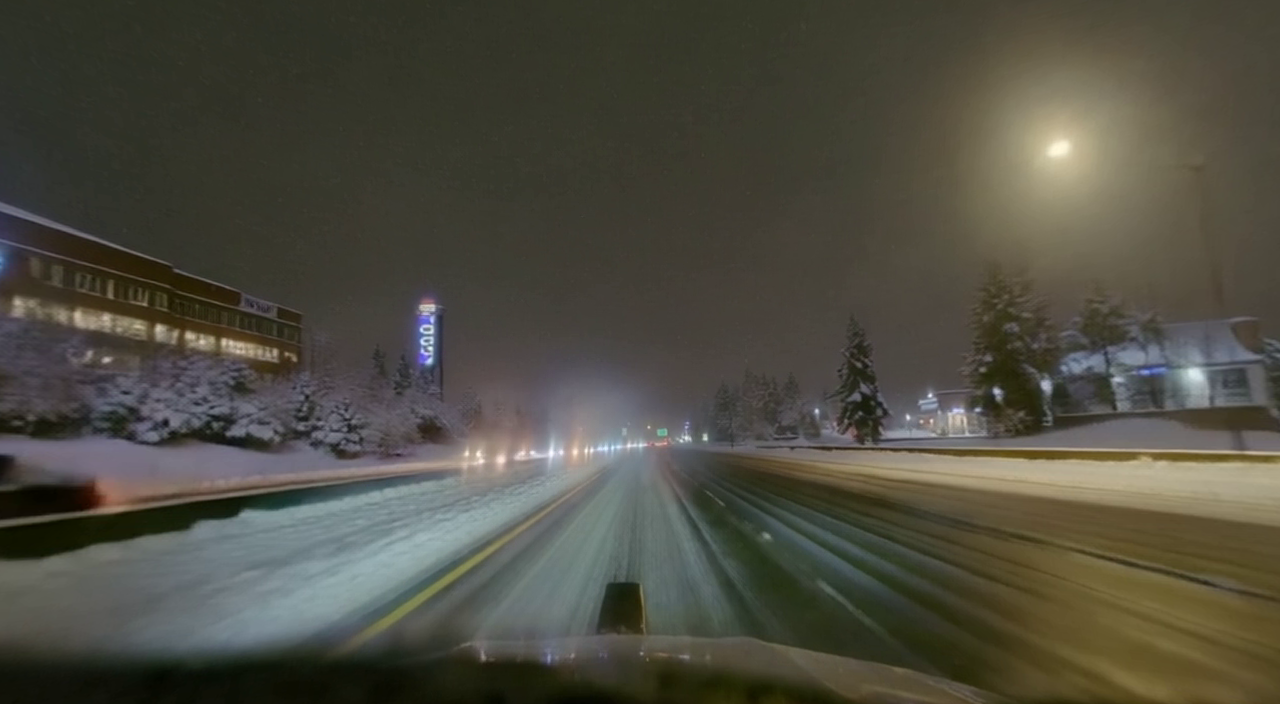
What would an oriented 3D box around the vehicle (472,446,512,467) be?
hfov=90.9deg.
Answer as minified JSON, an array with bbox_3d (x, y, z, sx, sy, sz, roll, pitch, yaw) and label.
[{"bbox_3d":[-11.338,7.997,48.529,1.910,1.499,4.634,0,-8,1],"label":"vehicle"}]
